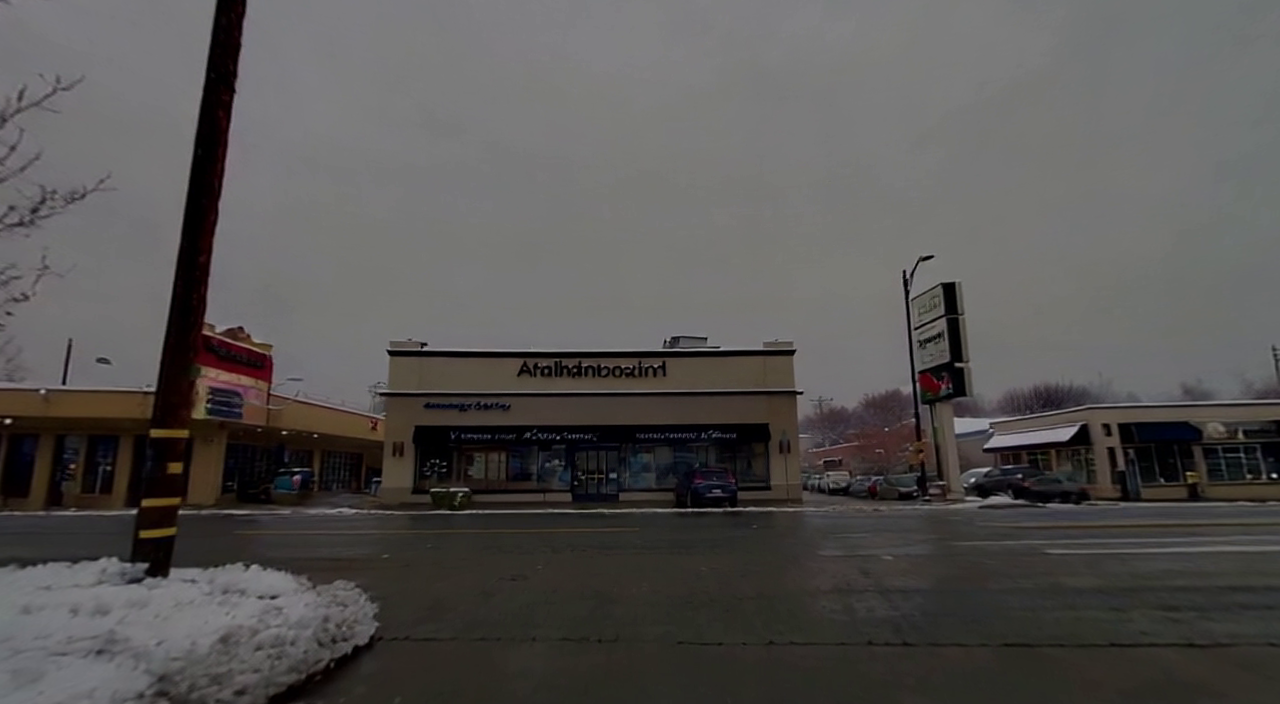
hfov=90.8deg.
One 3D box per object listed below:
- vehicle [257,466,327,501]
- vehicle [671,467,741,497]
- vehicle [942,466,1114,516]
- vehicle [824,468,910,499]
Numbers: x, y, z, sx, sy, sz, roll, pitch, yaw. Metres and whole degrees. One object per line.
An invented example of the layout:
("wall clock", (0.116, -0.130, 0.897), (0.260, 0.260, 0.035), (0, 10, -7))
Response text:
("vehicle", (-19.836, 7.406, 35.906), (4.596, 1.680, 1.936), (-8, -11, 41))
("vehicle", (3.783, 7.605, 37.148), (1.812, 1.468, 4.519), (5, -10, -28))
("vehicle", (12.559, 4.490, 20.638), (4.418, 1.467, 1.846), (0, -9, -3))
("vehicle", (13.163, 7.636, 36.947), (1.791, 1.453, 4.593), (5, -10, -29))
